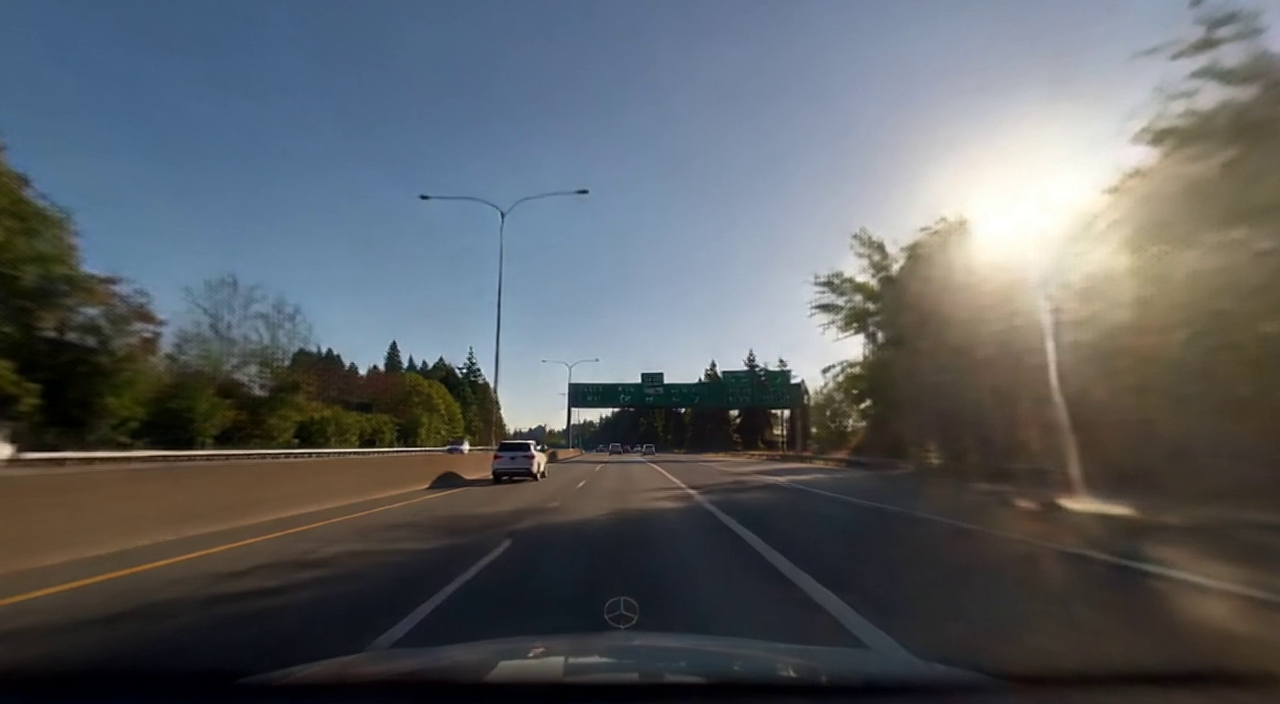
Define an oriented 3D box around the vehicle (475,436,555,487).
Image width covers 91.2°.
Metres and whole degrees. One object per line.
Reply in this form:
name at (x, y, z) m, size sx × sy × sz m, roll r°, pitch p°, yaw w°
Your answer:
vehicle at (-4.294, 3.839, 22.219) m, size 2.071 × 1.615 × 3.868 m, roll 0°, pitch -9°, yaw 0°
